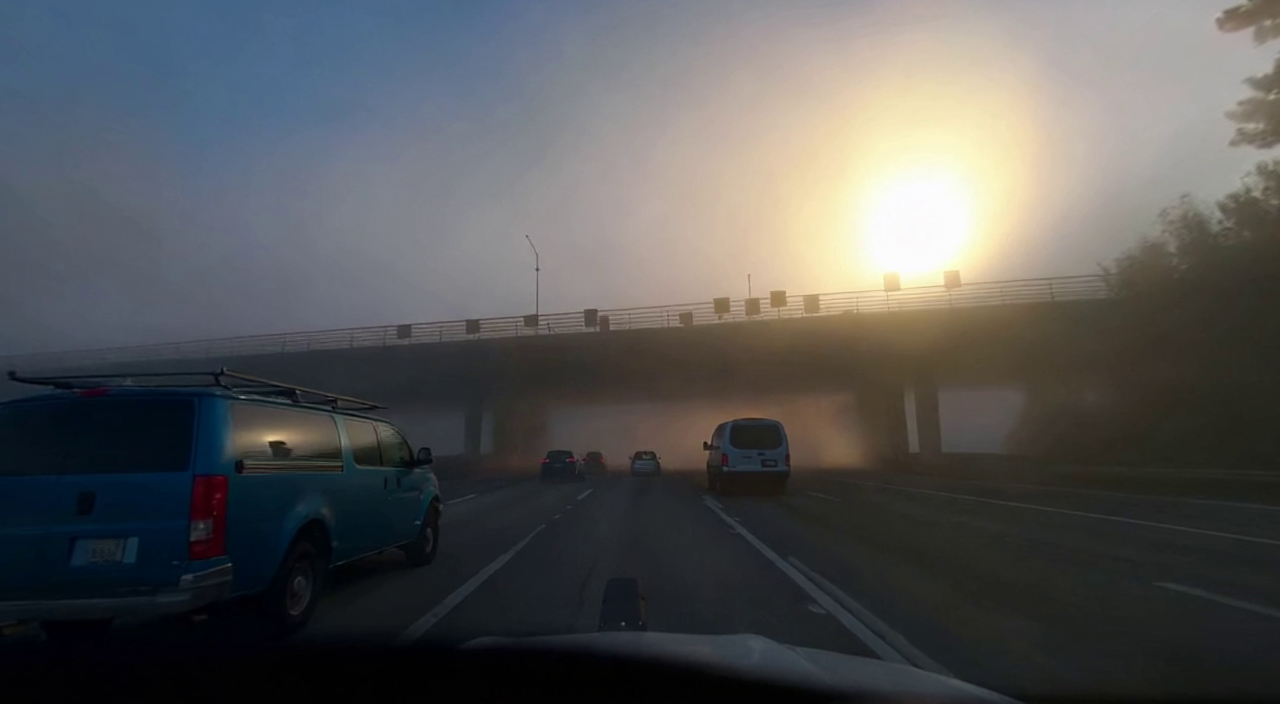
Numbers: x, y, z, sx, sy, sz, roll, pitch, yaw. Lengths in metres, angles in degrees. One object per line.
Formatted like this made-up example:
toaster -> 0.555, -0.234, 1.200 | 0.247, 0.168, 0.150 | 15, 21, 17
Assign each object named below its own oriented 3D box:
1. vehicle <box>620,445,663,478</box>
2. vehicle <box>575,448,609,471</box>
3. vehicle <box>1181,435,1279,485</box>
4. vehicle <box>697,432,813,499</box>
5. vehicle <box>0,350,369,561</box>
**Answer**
vehicle -> 0.084, 5.731, 33.401 | 2.115, 1.617, 4.102 | 0, -9, 1
vehicle -> -3.286, 7.495, 44.193 | 1.970, 1.483, 4.071 | 0, -9, 1
vehicle -> 23.286, 3.998, 23.363 | 1.982, 1.748, 4.713 | 2, -9, -6
vehicle -> 3.581, 3.697, 21.095 | 2.777, 1.895, 5.710 | 0, -9, 0
vehicle -> -7.526, 1.800, 11.404 | 2.336, 2.708, 6.421 | 0, -9, 0
